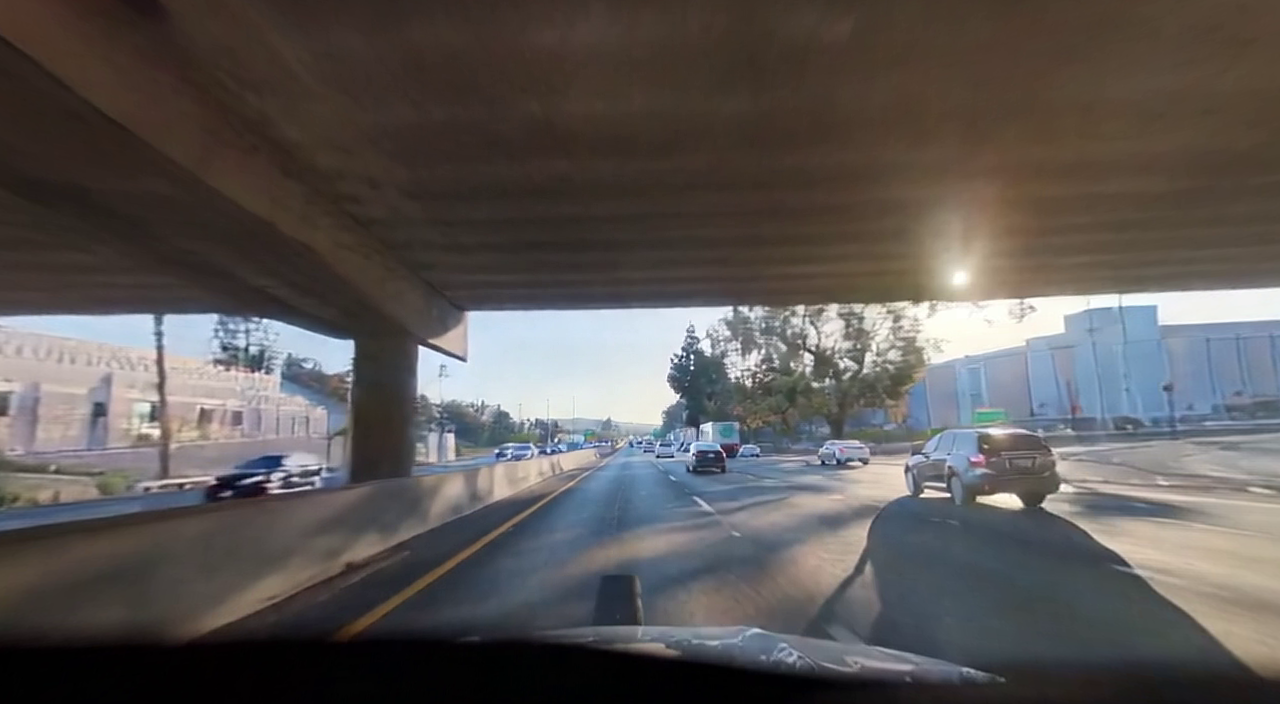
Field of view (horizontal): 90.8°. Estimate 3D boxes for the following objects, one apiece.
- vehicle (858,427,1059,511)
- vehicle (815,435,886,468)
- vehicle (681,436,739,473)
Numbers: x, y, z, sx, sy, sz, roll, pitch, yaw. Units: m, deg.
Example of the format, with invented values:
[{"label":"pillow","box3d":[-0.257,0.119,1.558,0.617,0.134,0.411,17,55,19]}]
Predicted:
[{"label":"vehicle","box3d":[6.552,2.449,13.719,1.952,1.489,4.483,0,-8,-1]},{"label":"vehicle","box3d":[9.811,4.662,29.776,1.838,1.440,4.121,0,-8,-2]},{"label":"vehicle","box3d":[3.049,4.594,28.462,1.993,1.507,4.594,0,-8,-2]}]
